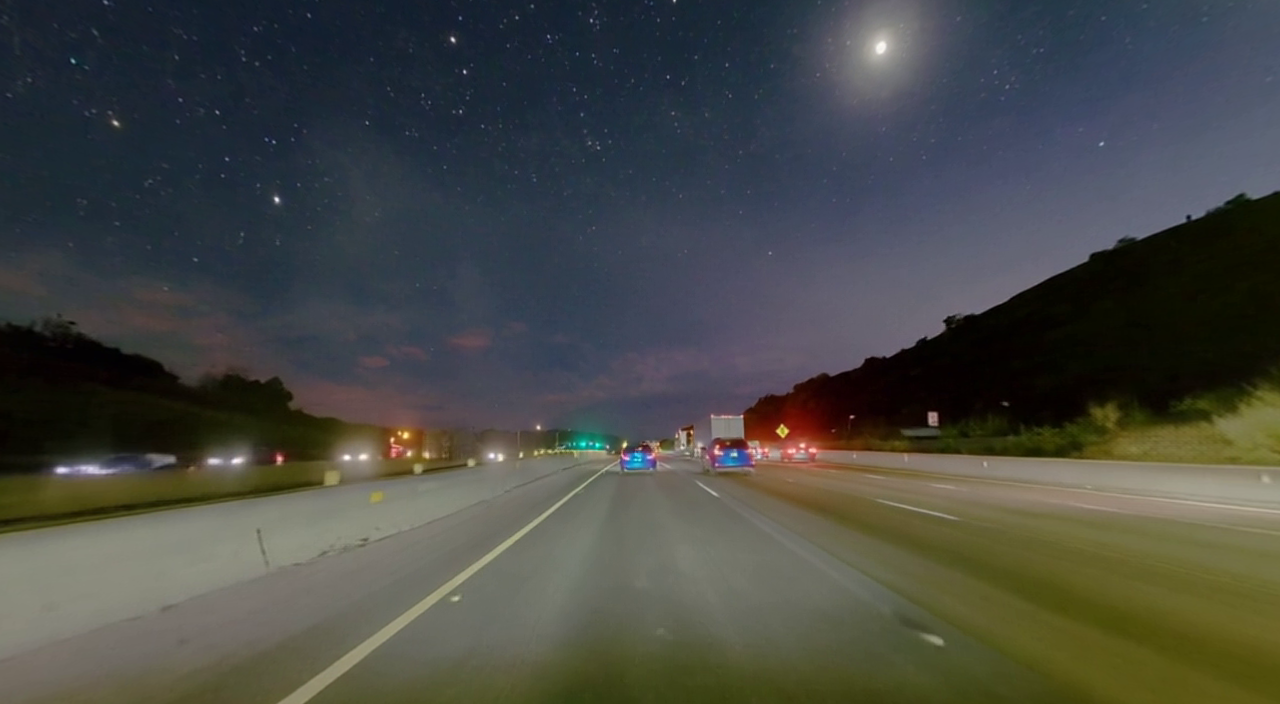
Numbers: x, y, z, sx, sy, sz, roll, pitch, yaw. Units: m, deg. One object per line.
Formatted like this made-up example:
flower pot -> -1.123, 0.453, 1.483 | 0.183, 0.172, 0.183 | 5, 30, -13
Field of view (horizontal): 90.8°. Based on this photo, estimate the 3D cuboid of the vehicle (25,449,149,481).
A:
vehicle -> -31.608, 6.436, 36.439 | 2.105, 1.655, 5.611 | 0, -8, 0

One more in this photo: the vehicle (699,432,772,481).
vehicle -> 3.740, 4.213, 25.682 | 2.098, 1.794, 4.561 | 0, -9, -2

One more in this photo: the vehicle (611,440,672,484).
vehicle -> -0.008, 4.073, 23.592 | 2.083, 1.477, 3.965 | 0, -9, -1

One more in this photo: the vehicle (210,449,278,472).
vehicle -> -27.848, 7.597, 44.629 | 1.844, 1.471, 4.802 | 0, -8, -1
